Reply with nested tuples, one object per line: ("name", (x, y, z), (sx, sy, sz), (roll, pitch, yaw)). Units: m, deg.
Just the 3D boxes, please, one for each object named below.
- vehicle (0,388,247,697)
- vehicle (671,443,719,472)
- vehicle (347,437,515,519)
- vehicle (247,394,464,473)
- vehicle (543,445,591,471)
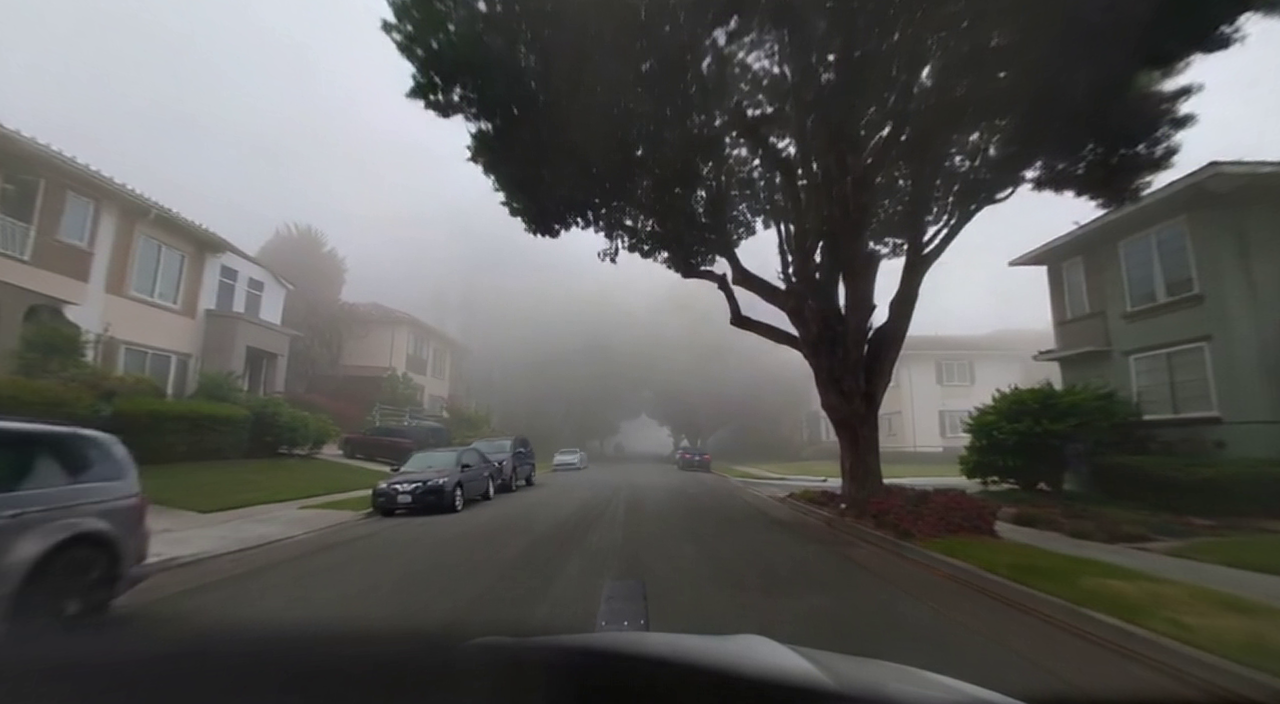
("vehicle", (-4.477, 1.014, 3.287), (1.974, 1.664, 4.539), (0, -10, -1))
("vehicle", (2.962, 5.820, 35.044), (2.000, 1.456, 5.251), (1, -9, -2))
("vehicle", (-4.364, 2.700, 14.074), (2.086, 1.493, 4.582), (-1, -9, 1))
("vehicle", (-10.630, 3.138, 24.133), (6.780, 2.770, 2.970), (0, -9, 1))
("vehicle", (-3.984, 5.904, 35.215), (1.995, 1.330, 4.080), (0, -9, 3))
